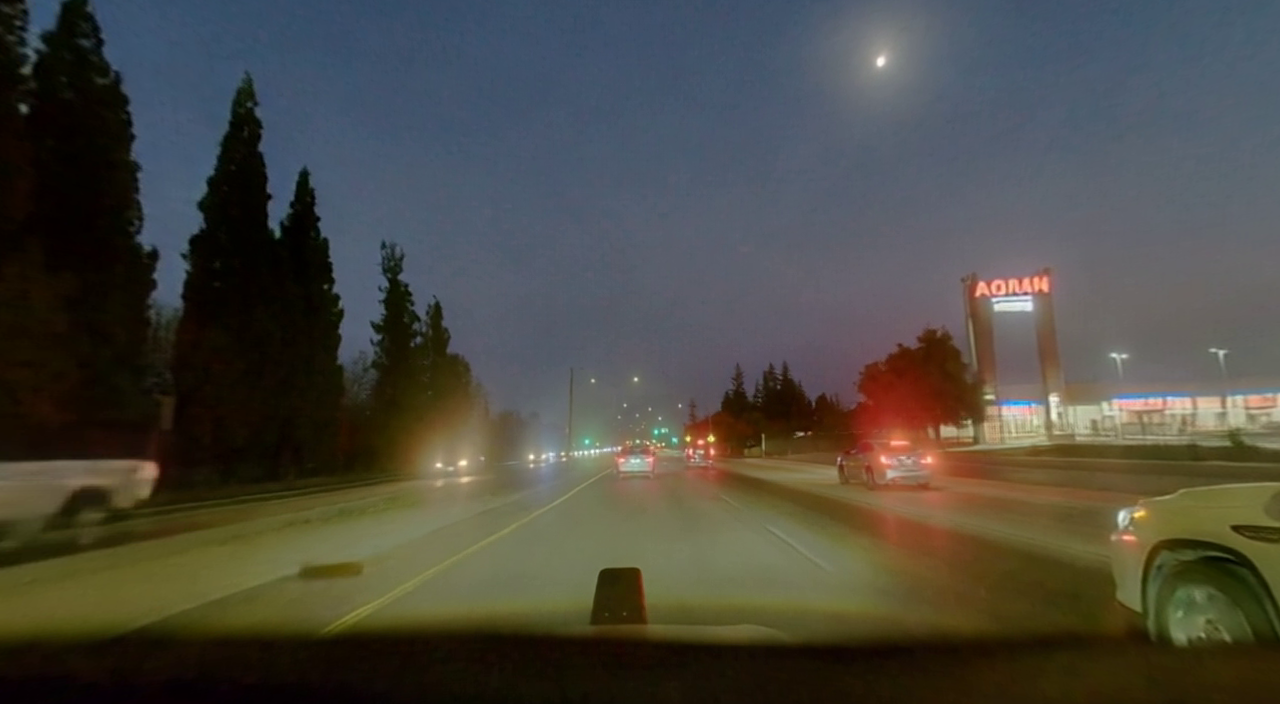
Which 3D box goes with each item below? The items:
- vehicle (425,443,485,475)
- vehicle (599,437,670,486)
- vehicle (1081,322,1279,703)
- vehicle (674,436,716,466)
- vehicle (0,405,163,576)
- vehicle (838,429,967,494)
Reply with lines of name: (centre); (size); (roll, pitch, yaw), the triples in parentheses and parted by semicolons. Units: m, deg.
vehicle: (-11.467, 6.654, 39.289); (2.172, 1.865, 4.728); (0, -9, 2)
vehicle: (-0.163, 3.876, 22.460); (2.315, 1.563, 4.080); (0, -9, 1)
vehicle: (3.531, 0.584, 1.200); (2.090, 1.763, 4.560); (0, -9, 1)
vehicle: (4.148, 7.628, 48.500); (2.716, 2.131, 5.766); (0, -8, 0)
vehicle: (-8.423, 1.497, 6.620); (2.262, 1.920, 5.604); (0, -9, 1)
vehicle: (7.913, 3.332, 19.471); (2.090, 1.768, 4.407); (0, -9, 0)
